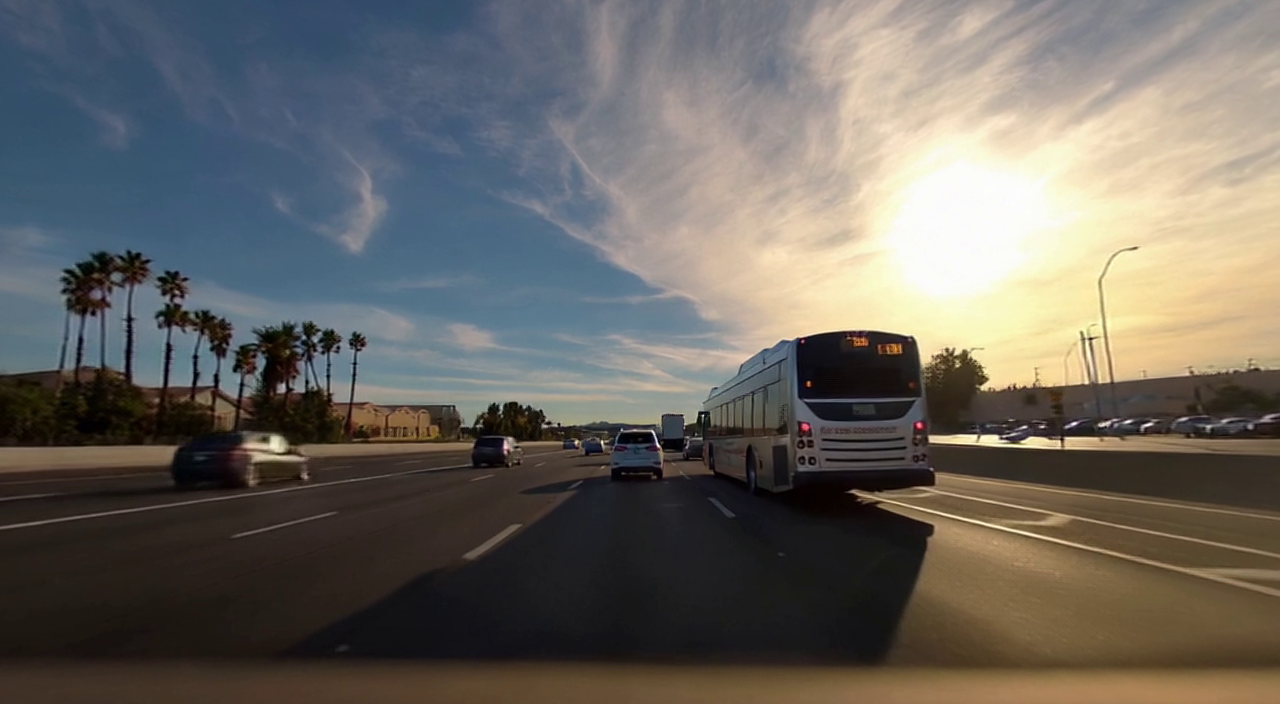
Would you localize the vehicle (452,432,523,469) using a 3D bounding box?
[{"bbox_3d":[-7.563,4.964,31.788,2.291,1.729,4.879,0,-9,1],"label":"vehicle"}]

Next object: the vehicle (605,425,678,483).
[{"bbox_3d":[0.065,3.509,21.815,2.268,1.796,4.280,0,-9,0],"label":"vehicle"}]

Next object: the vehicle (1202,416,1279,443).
[{"bbox_3d":[41.697,5.312,43.225,4.482,1.671,1.852,-8,-9,42],"label":"vehicle"}]

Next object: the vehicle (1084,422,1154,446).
[{"bbox_3d":[32.268,5.587,42.515,1.795,1.481,3.986,-1,-9,5],"label":"vehicle"}]

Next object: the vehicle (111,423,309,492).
[{"bbox_3d":[-12.271,3.062,18.537,2.332,1.748,4.897,0,-9,0],"label":"vehicle"}]

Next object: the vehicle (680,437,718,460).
[{"bbox_3d":[4.019,6.671,43.529,2.039,1.516,4.521,0,-9,-2],"label":"vehicle"}]

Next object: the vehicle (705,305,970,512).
[{"bbox_3d":[4.120,2.017,18.087,3.020,3.622,14.302,0,-9,0],"label":"vehicle"}]
